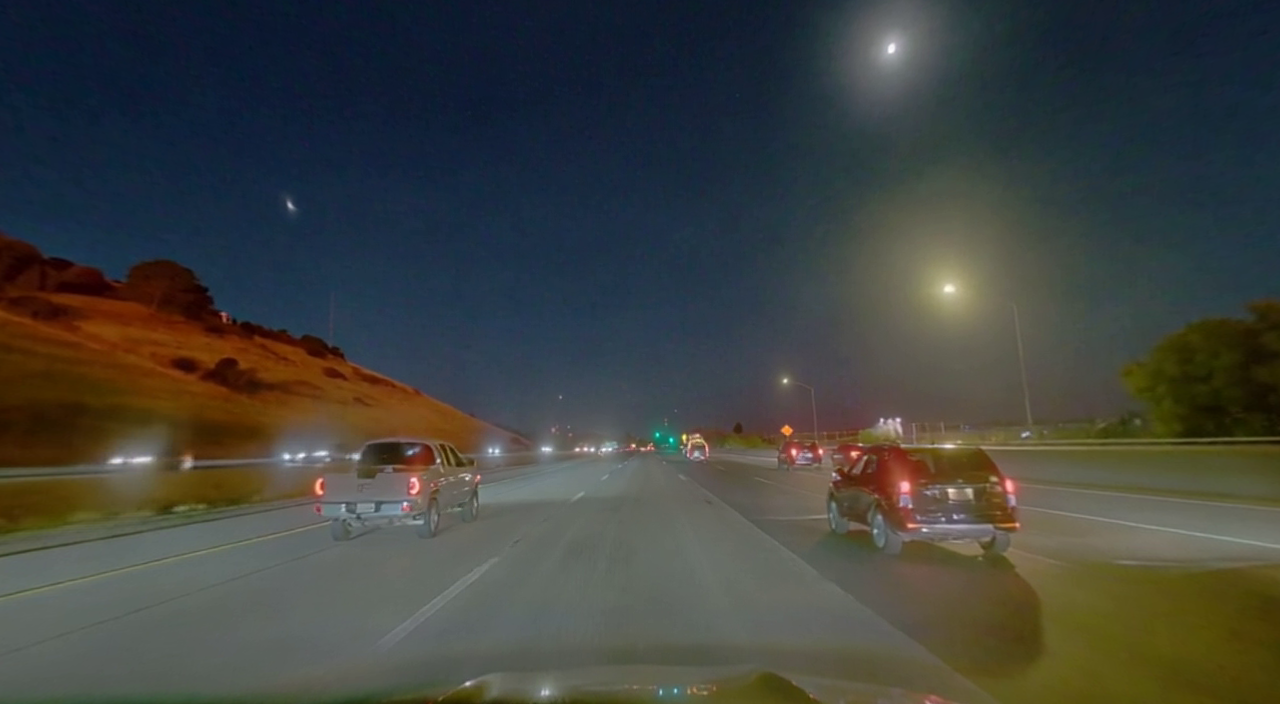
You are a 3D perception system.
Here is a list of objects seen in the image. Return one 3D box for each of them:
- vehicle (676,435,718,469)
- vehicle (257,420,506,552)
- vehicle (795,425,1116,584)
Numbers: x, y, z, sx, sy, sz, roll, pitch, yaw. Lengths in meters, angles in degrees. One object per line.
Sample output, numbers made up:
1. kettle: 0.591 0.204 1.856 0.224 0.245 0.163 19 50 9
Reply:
1. vehicle: 3.472 6.233 39.498 2.121 1.925 5.056 0 -8 0
2. vehicle: -3.801 2.046 10.360 2.166 1.672 4.388 0 -8 1
3. vehicle: 3.524 1.765 8.172 1.941 1.481 4.300 0 -8 0
